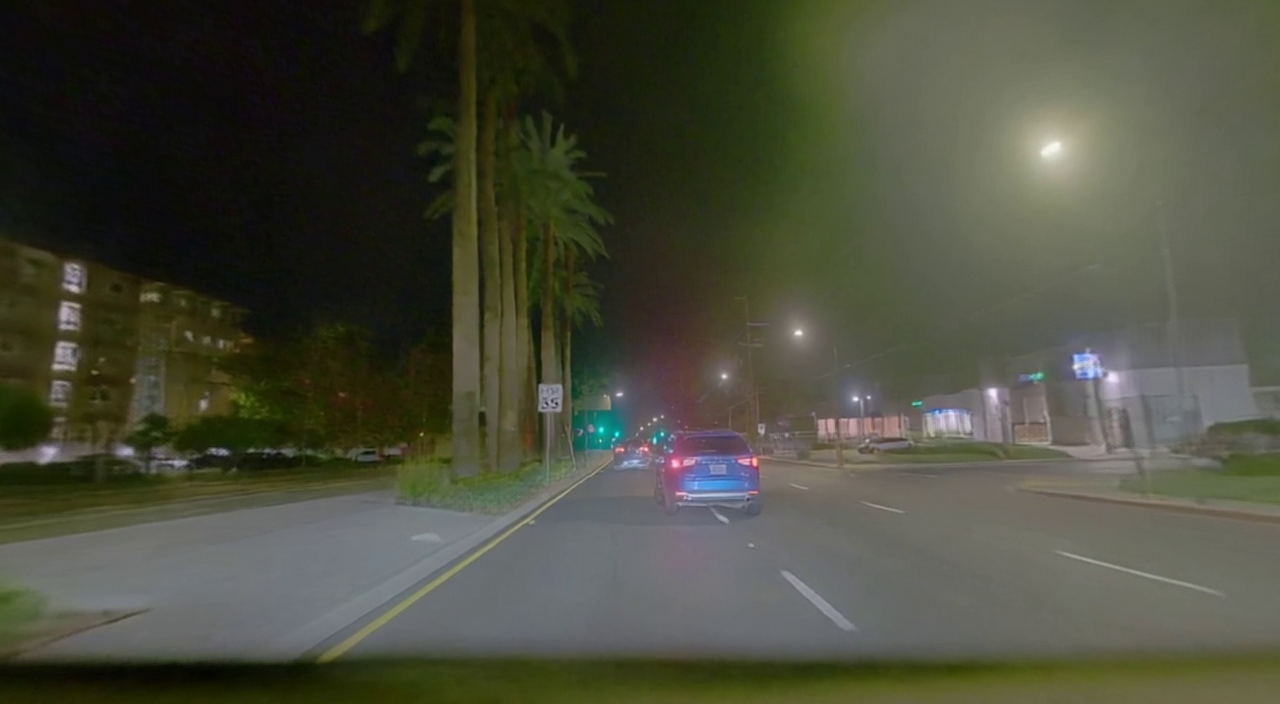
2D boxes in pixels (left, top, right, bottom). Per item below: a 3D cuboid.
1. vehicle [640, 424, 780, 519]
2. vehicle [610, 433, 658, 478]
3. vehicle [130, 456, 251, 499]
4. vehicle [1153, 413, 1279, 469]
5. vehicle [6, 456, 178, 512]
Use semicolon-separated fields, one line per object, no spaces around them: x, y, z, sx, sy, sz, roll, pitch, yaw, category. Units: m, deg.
1.275;2.480;13.645;2.239;1.693;4.301;0;-8;-4;vehicle
-0.273;4.598;28.305;1.981;1.854;3.983;0;-8;0;vehicle
-19.797;5.497;28.152;1.929;1.646;4.716;0;-8;0;vehicle
21.266;3.213;22.677;1.894;1.784;4.571;0;-8;2;vehicle
-19.654;4.693;23.023;2.029;1.723;4.639;0;-8;1;vehicle
